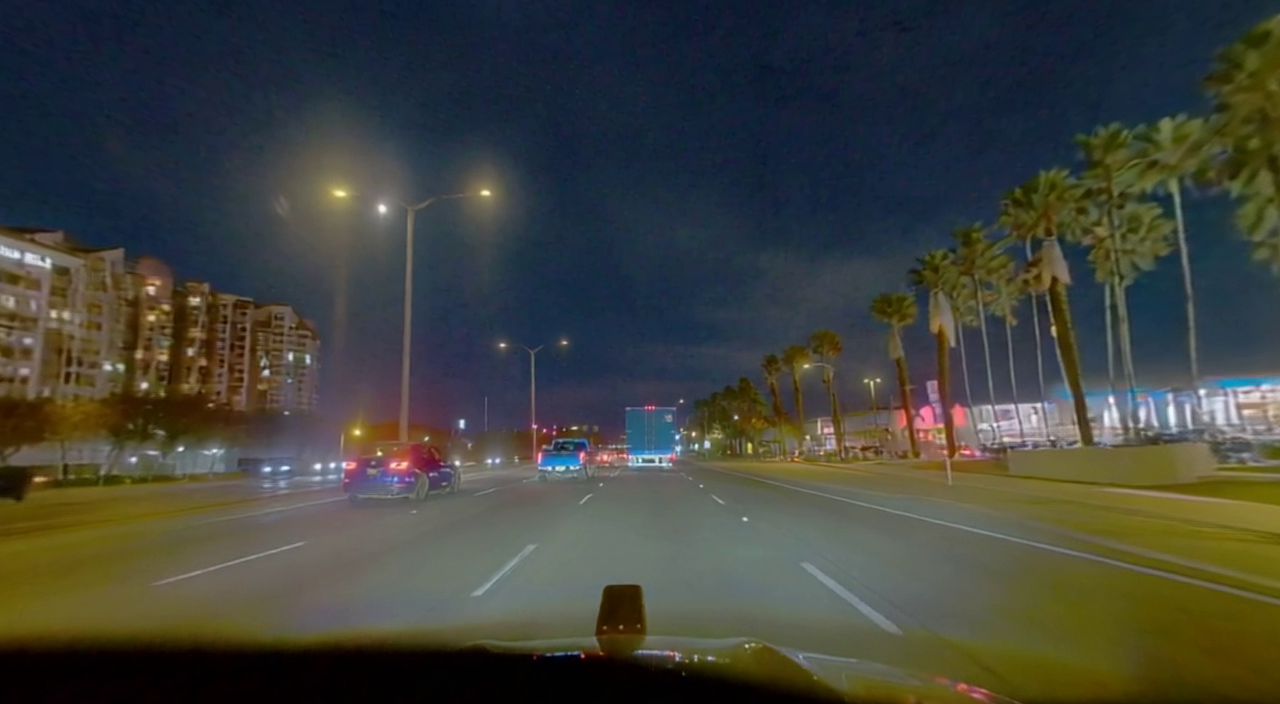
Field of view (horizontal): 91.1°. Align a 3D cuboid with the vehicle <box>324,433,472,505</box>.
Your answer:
[{"bbox_3d":[-6.220,3.051,16.846,2.045,1.630,4.680,0,-9,1],"label":"vehicle"}]

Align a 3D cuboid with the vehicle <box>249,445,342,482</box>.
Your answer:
[{"bbox_3d":[-17.844,5.771,32.844,2.108,1.761,4.664,0,-9,1],"label":"vehicle"}]

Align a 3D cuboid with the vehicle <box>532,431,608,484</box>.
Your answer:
[{"bbox_3d":[-2.549,4.009,24.195,2.178,1.826,4.933,0,-9,2],"label":"vehicle"}]

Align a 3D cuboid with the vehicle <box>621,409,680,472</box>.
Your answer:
[{"bbox_3d":[0.602,5.040,35.646,2.993,3.235,6.692,0,-9,1],"label":"vehicle"}]
